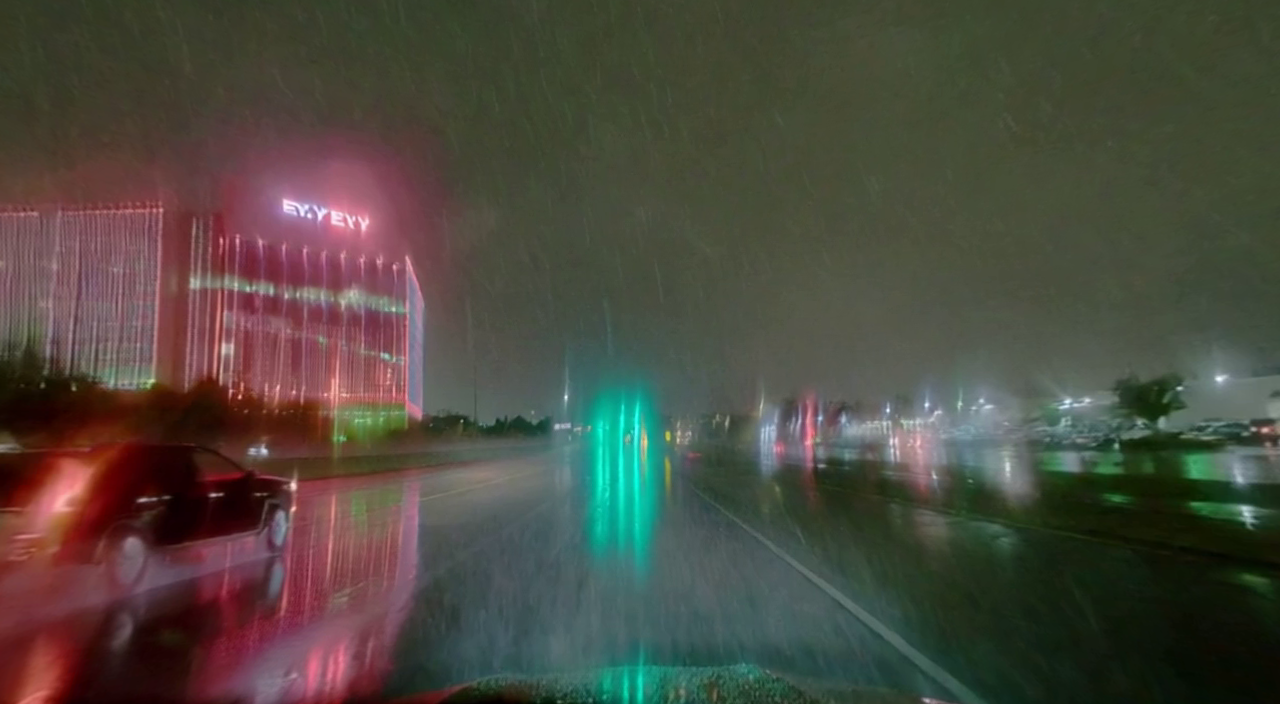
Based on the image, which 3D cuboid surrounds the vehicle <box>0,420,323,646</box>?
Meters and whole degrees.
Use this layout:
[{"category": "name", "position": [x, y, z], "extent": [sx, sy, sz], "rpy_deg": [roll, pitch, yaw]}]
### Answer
[{"category": "vehicle", "position": [-5.277, 1.542, 6.336], "extent": [1.943, 1.510, 4.201], "rpy_deg": [0, -9, 1]}]
